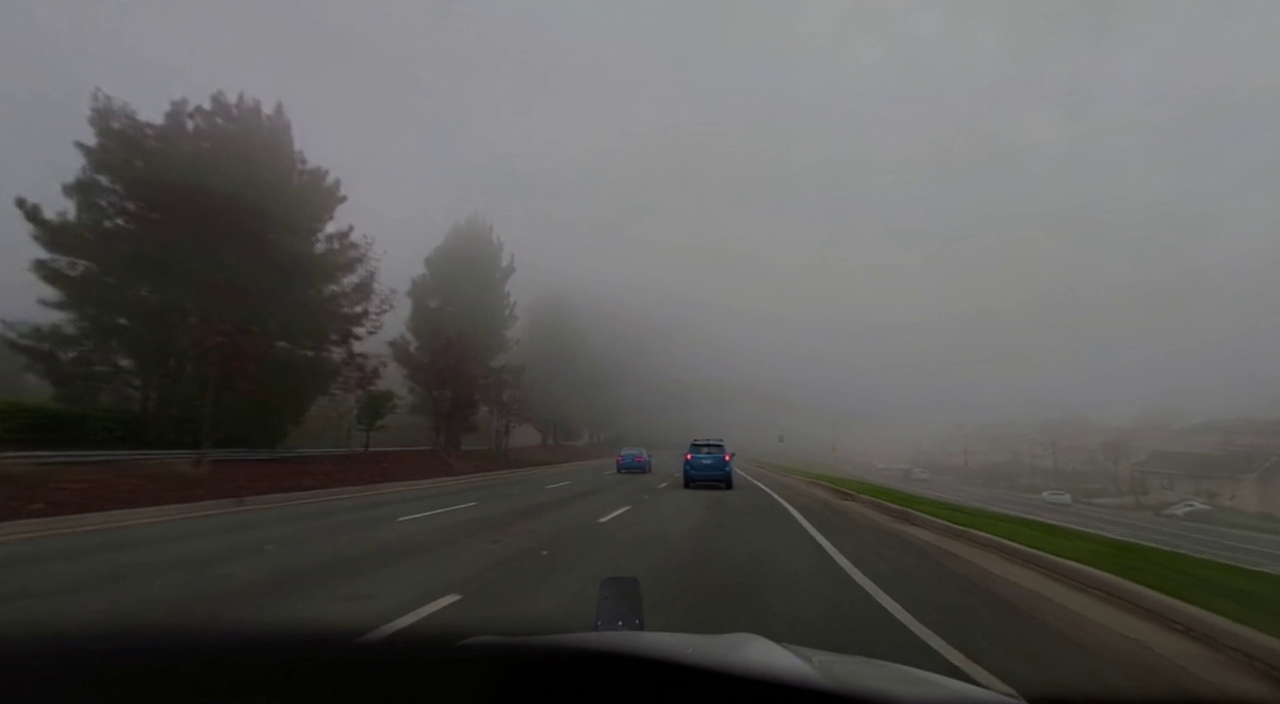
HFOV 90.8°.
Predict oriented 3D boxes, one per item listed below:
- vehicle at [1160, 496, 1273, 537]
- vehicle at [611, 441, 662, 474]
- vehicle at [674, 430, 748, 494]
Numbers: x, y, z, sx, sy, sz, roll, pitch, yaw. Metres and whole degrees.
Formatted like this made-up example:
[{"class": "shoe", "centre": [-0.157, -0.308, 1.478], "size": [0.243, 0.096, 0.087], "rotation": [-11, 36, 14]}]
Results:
[{"class": "vehicle", "centre": [34.561, 9.843, 38.127], "size": [2.067, 1.926, 5.010], "rotation": [0, -9, 0]}, {"class": "vehicle", "centre": [-0.109, 5.588, 33.733], "size": [2.123, 1.592, 4.505], "rotation": [-1, -8, 7]}, {"class": "vehicle", "centre": [2.373, 3.517, 20.626], "size": [2.125, 1.830, 4.370], "rotation": [-1, -8, 8]}]
